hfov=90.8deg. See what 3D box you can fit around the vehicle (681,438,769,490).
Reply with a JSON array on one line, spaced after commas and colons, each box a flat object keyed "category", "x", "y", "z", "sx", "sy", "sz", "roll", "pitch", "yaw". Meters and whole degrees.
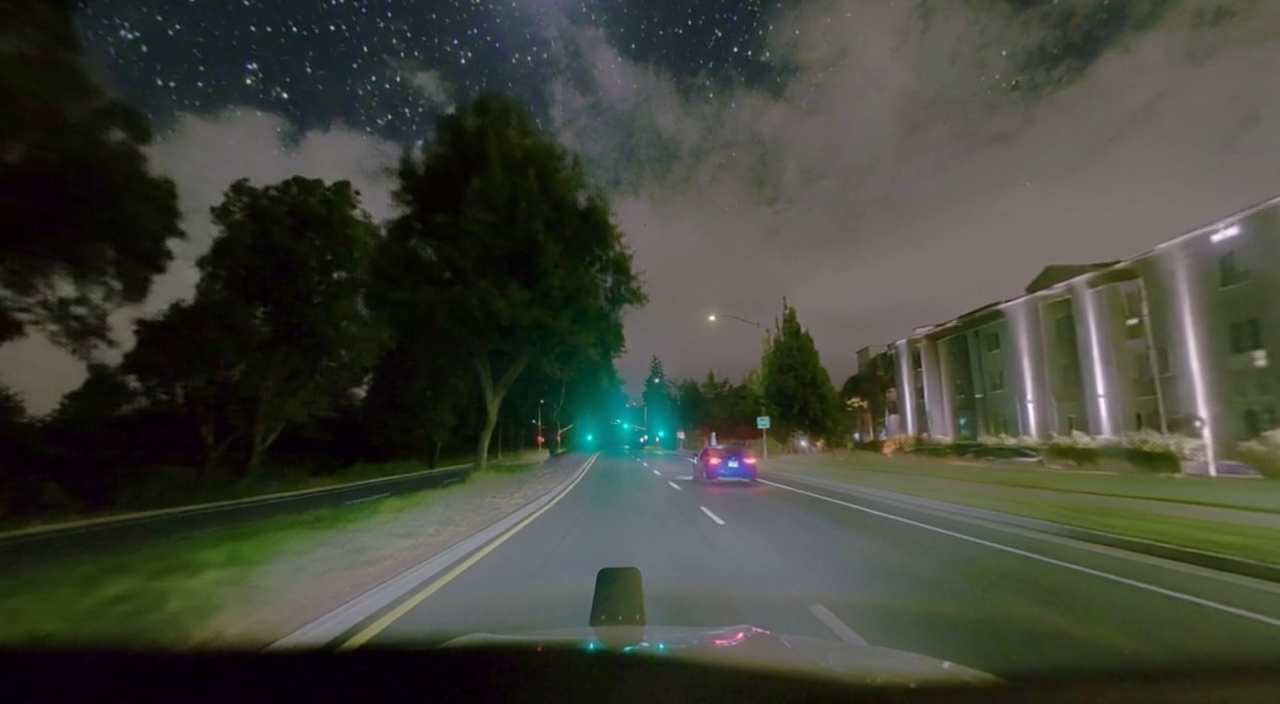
[{"category": "vehicle", "x": 2.655, "y": 3.652, "z": 20.948, "sx": 2.114, "sy": 1.493, "sz": 4.430, "roll": 0, "pitch": -9, "yaw": -2}]
